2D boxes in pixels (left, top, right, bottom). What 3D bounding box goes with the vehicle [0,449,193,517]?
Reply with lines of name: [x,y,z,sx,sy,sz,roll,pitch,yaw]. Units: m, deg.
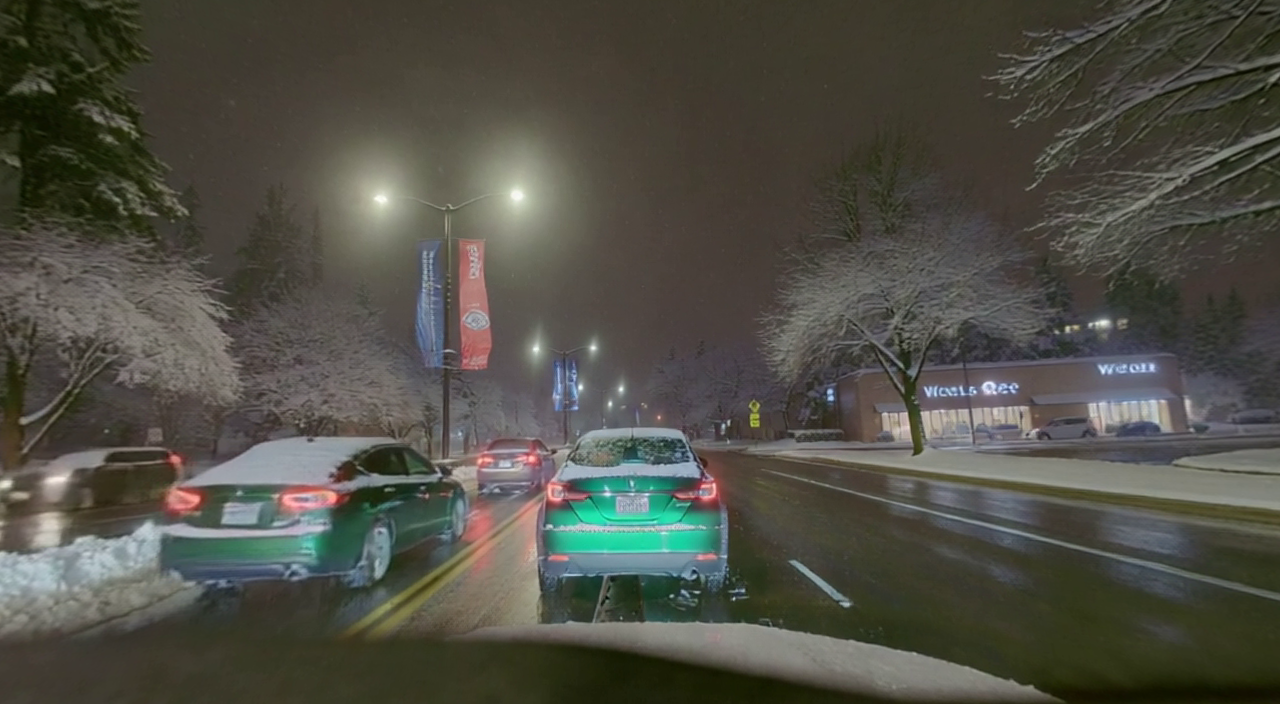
vehicle: [-16.235,3.842,19.100,2.221,1.732,4.426,0,-8,-1]

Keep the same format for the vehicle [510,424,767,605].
vehicle: [-0.067,1.640,7.293,2.126,1.475,3.967,0,-8,-2]

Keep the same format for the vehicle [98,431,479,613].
vehicle: [-3.381,1.691,7.323,1.952,1.431,4.383,0,-8,-1]
